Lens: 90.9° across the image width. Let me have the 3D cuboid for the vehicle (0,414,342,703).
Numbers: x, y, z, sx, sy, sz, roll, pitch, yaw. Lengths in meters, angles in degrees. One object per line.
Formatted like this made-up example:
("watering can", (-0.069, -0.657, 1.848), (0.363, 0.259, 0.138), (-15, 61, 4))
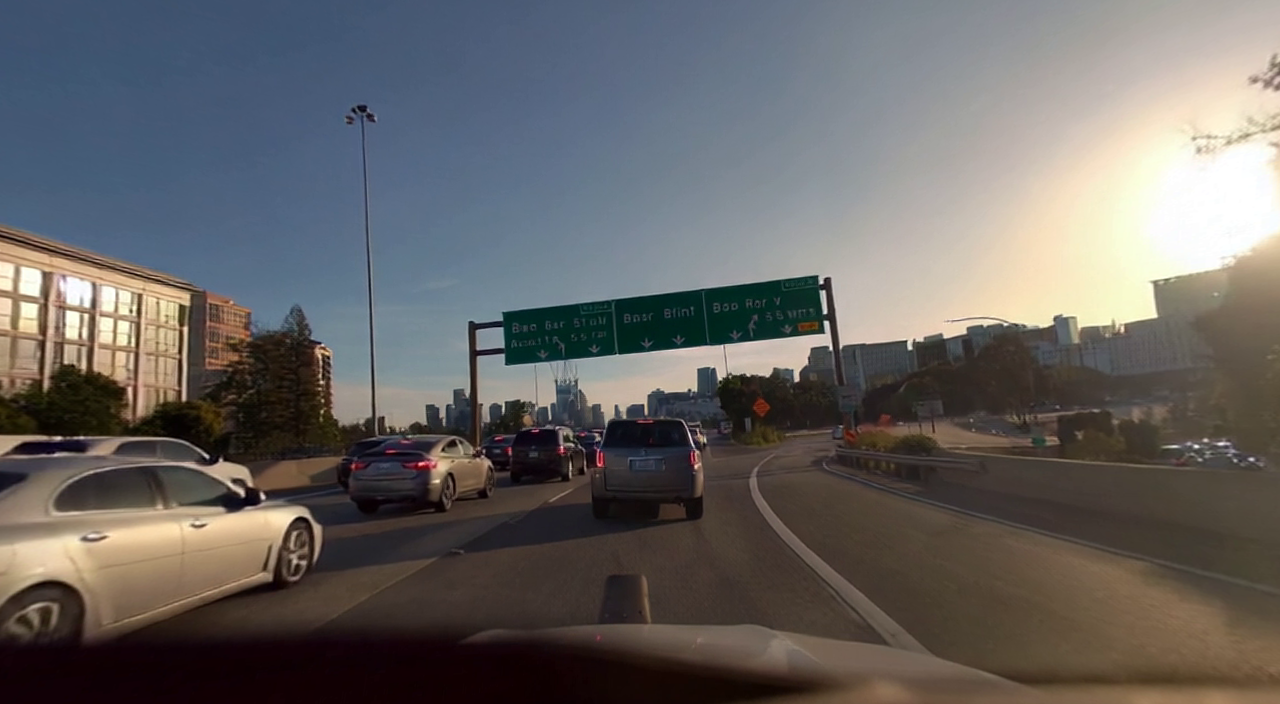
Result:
("vehicle", (-4.150, 1.230, 4.289), (2.087, 1.481, 4.225), (0, -9, 1))

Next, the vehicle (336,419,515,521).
("vehicle", (-4.105, 2.344, 12.995), (1.953, 1.729, 4.377), (0, -9, 3))

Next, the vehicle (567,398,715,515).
("vehicle", (0.100, 2.309, 14.264), (2.616, 2.063, 5.933), (0, -9, 2))
